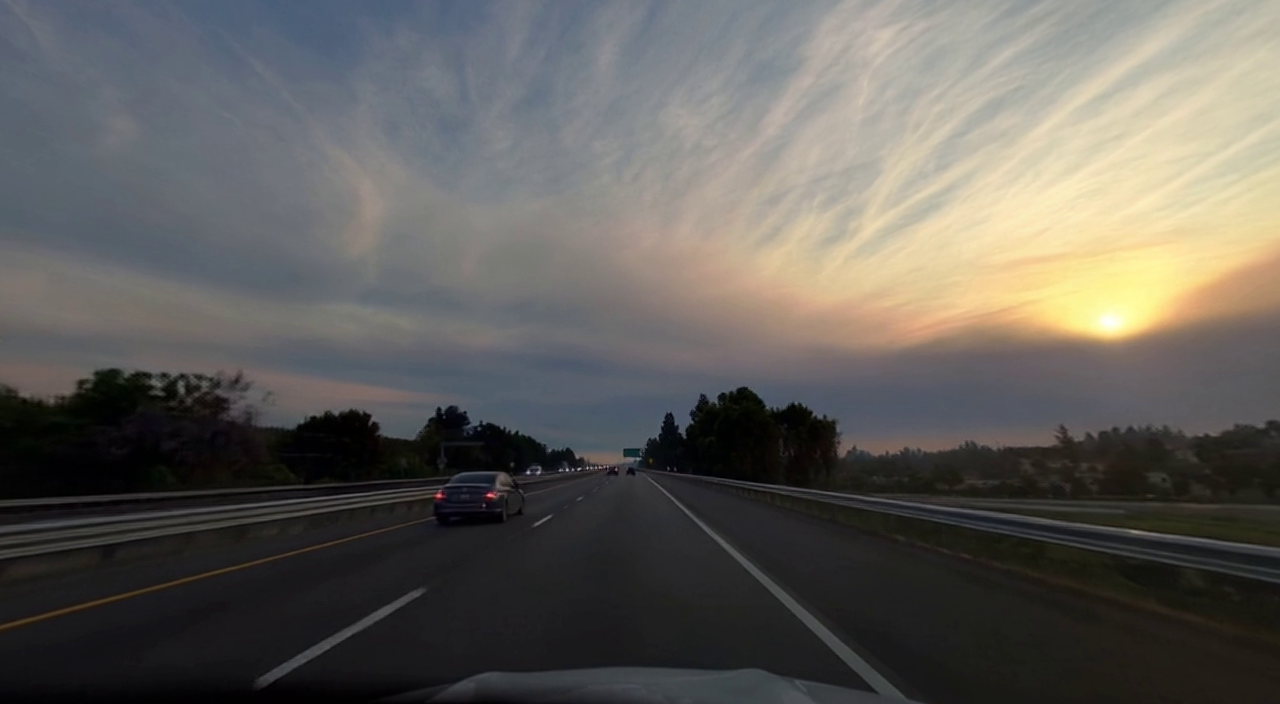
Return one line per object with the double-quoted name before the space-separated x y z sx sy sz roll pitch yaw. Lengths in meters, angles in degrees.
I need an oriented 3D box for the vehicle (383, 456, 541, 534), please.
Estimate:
"vehicle" -3.839 3.235 14.722 2.146 1.441 5.020 1 -10 1
